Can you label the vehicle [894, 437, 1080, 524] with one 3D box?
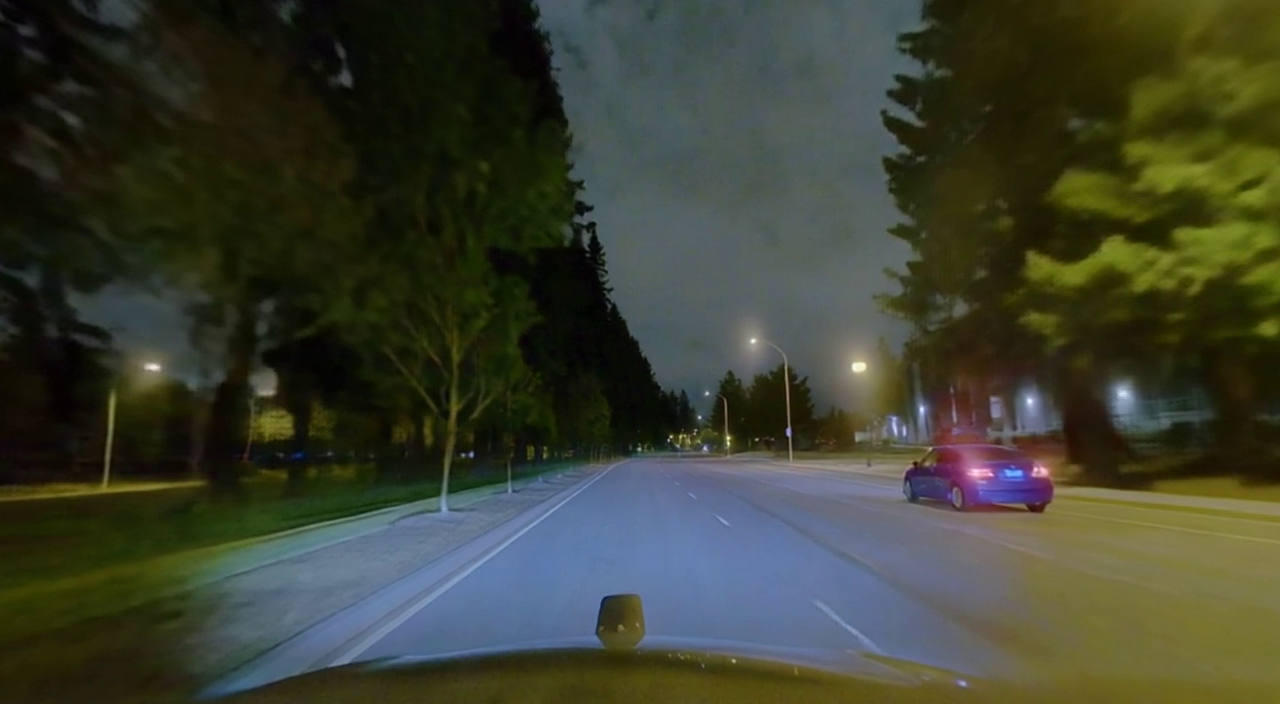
[{"bbox_3d":[6.855,2.547,12.954,1.797,1.518,3.433,0,-9,-1],"label":"vehicle"}]
